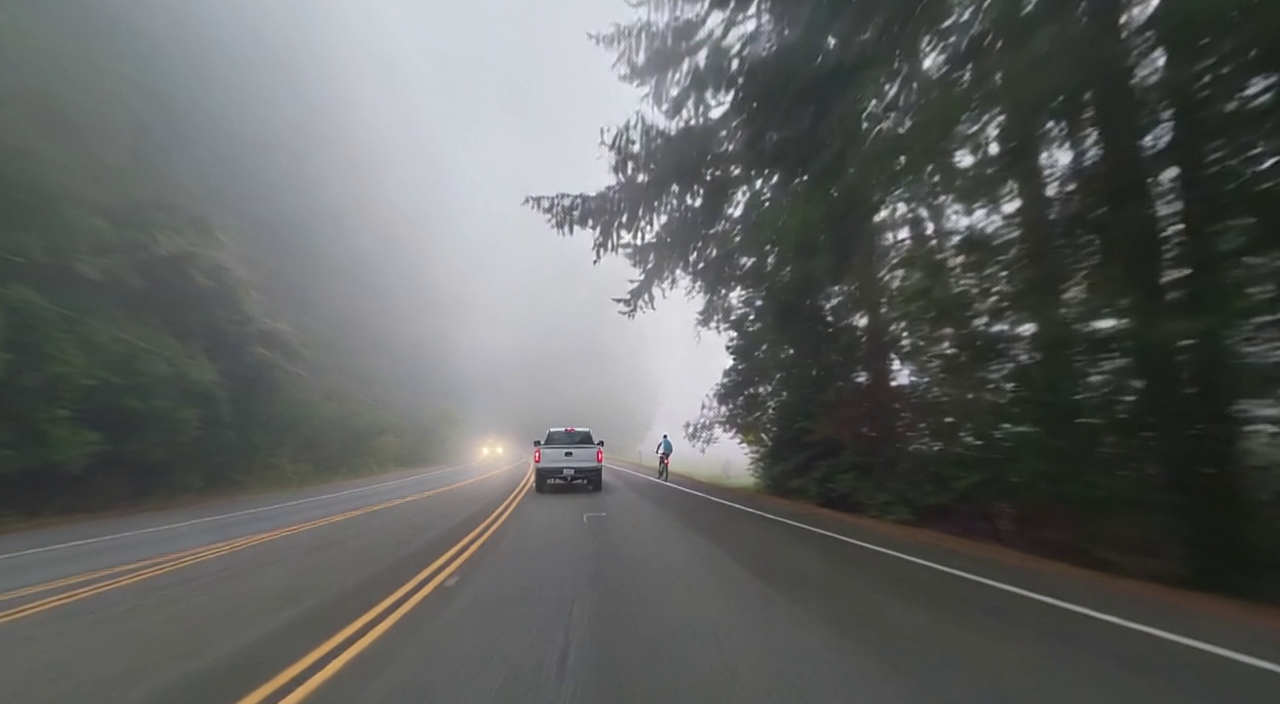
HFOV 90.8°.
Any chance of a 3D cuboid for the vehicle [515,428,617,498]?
[{"bbox_3d":[-2.117,3.282,19.162,2.631,1.798,5.331,0,-8,-4],"label":"vehicle"}]
